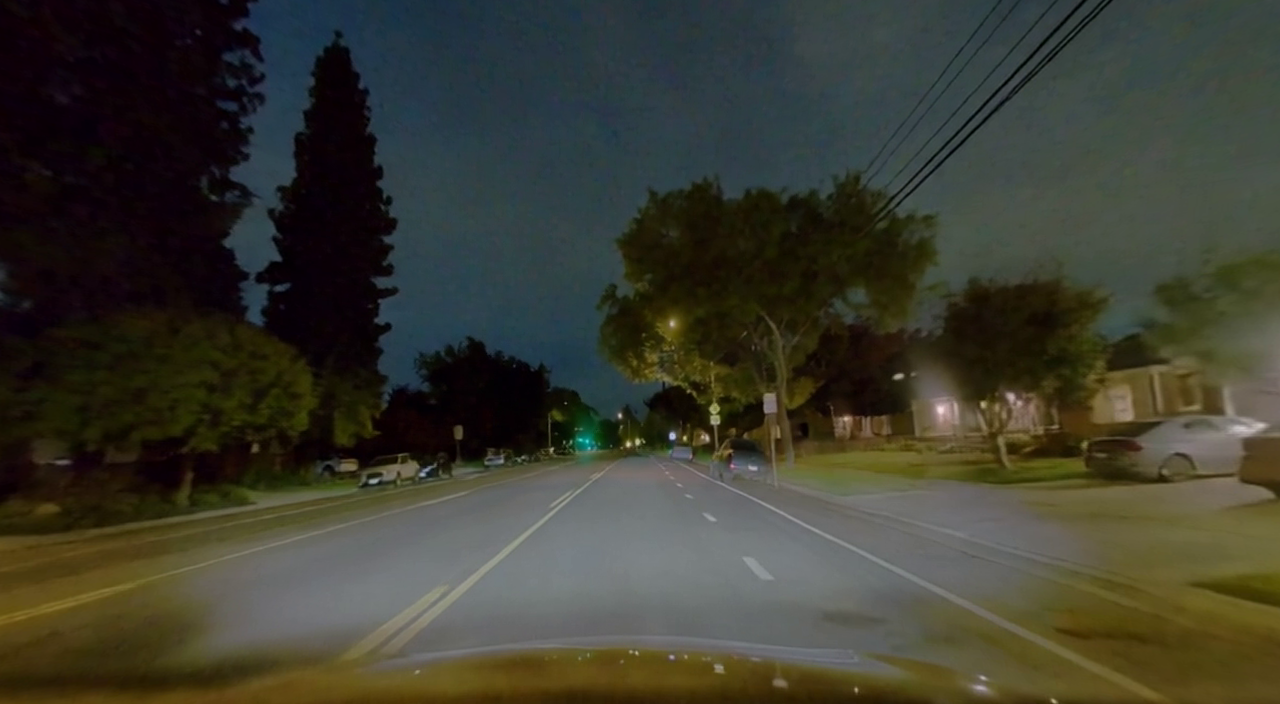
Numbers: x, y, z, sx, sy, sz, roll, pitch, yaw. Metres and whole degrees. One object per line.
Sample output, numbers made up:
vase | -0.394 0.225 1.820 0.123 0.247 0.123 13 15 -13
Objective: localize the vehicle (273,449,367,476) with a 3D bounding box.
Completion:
vehicle | -19.306 6.675 38.246 4.569 1.498 2.072 0 -8 0

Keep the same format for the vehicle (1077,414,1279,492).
vehicle | 12.353 2.125 13.395 4.627 1.500 2.046 0 -8 -1

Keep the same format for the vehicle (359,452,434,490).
vehicle | -11.084 5.409 29.104 1.815 1.532 4.517 1 -8 -2

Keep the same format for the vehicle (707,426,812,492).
vehicle | 3.845 3.604 21.698 2.319 1.938 5.961 1 -8 -2

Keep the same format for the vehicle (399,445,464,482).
vehicle | -11.086 5.932 33.997 1.981 1.790 4.682 0 -8 -1
